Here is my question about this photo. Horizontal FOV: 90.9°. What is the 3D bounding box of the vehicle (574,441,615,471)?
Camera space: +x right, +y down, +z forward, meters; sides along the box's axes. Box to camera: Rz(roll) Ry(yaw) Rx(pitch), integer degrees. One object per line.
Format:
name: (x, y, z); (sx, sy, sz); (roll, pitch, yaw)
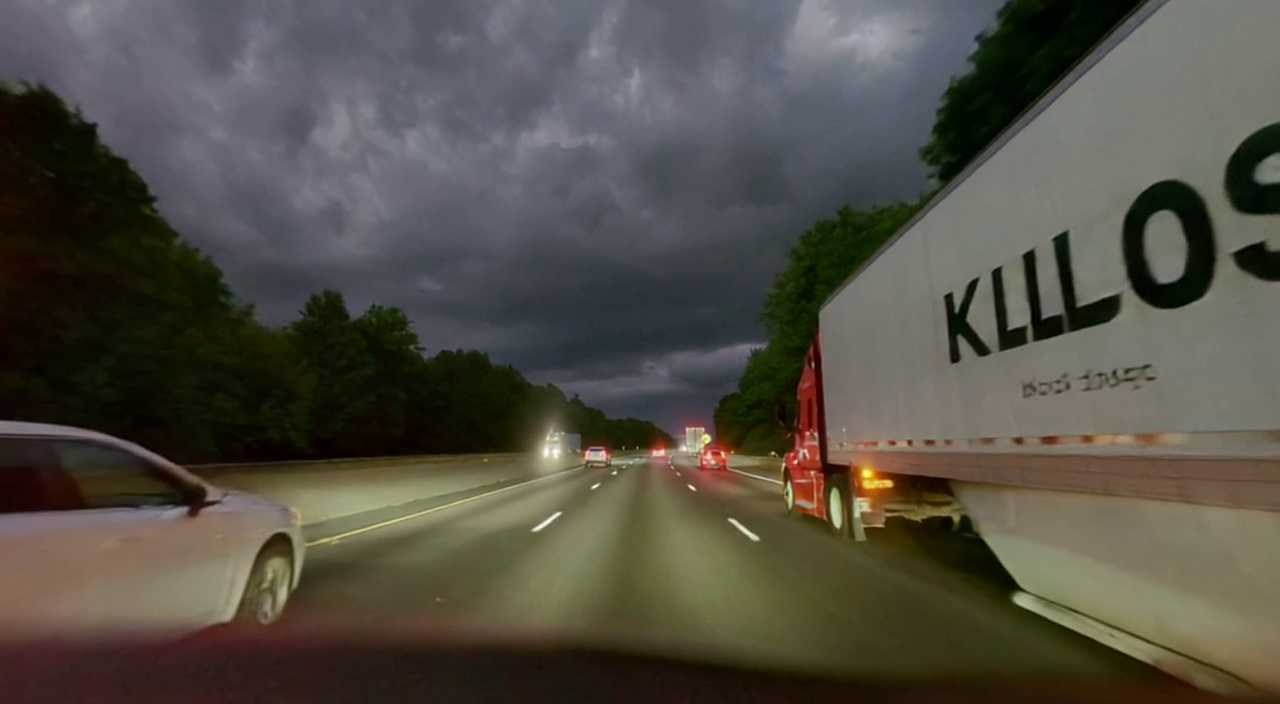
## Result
vehicle: (-2.665, 6.213, 37.694); (2.017, 1.683, 4.309); (-1, -9, 2)

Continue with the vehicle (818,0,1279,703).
vehicle: (4.309, -0.069, 4.500); (2.914, 3.998, 11.103); (0, -9, 1)

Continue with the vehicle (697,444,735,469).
vehicle: (5.124, 7.127, 43.094); (2.176, 1.598, 3.878); (0, -9, 1)

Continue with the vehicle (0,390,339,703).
vehicle: (-3.356, 0.923, 2.328); (2.085, 1.530, 4.809); (0, -9, 0)
